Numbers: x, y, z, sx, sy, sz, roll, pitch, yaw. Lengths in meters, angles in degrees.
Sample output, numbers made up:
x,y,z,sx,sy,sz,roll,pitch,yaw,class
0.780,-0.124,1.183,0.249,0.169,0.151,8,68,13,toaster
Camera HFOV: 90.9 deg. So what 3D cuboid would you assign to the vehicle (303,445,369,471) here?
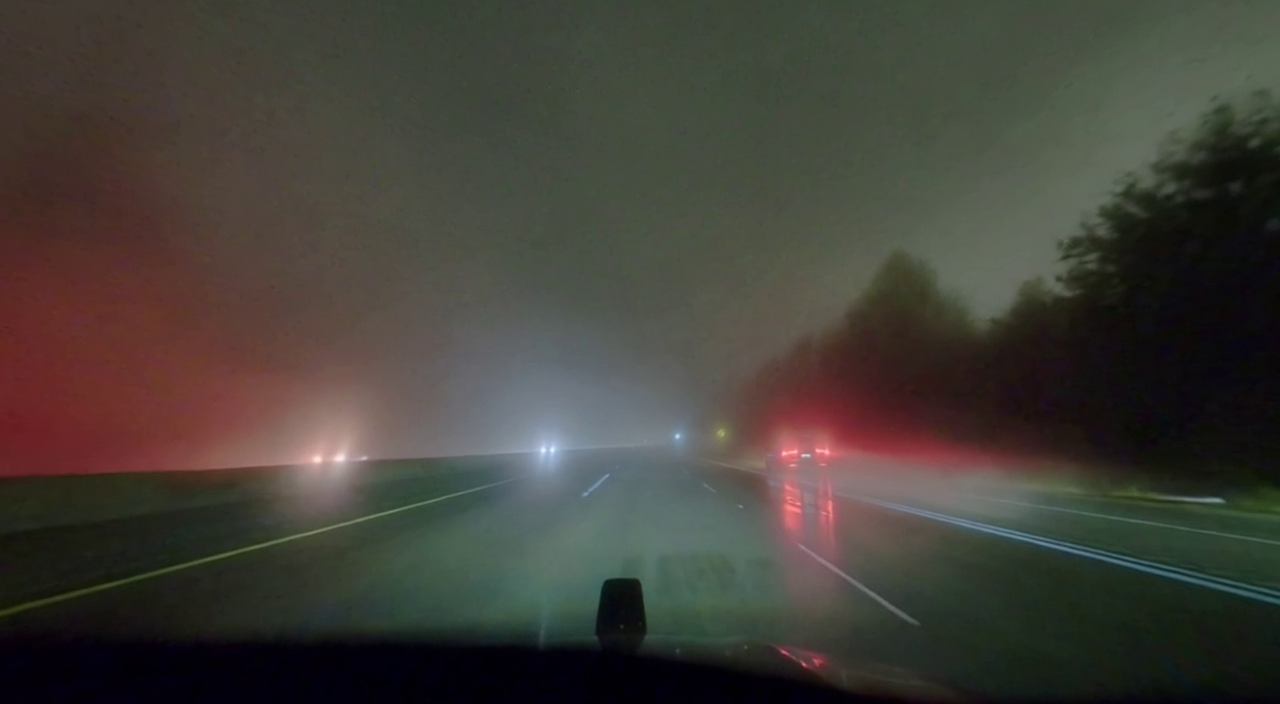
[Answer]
x,y,z,sx,sy,sz,roll,pitch,yaw,class
-21.250,7.373,44.325,2.028,1.699,4.936,0,-8,1,vehicle
